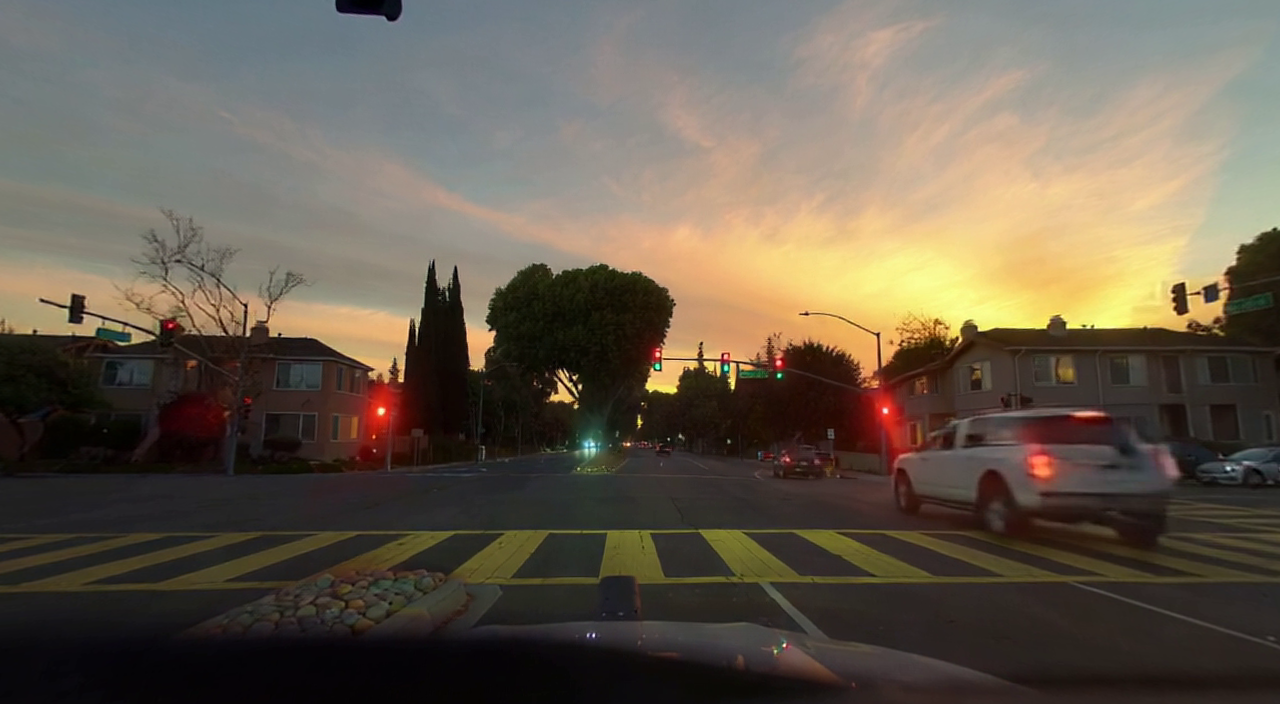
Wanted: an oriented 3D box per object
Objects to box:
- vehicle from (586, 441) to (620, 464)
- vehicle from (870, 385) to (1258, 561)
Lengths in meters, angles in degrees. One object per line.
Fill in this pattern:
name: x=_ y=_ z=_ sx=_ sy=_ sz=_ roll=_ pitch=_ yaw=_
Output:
vehicle: x=-2.433 y=6.710 z=42.285 sx=2.045 sy=1.484 sz=3.991 roll=0 pitch=-9 yaw=0
vehicle: x=6.006 y=1.840 z=10.295 sx=2.273 sy=2.042 sz=5.717 roll=0 pitch=-9 yaw=-1
